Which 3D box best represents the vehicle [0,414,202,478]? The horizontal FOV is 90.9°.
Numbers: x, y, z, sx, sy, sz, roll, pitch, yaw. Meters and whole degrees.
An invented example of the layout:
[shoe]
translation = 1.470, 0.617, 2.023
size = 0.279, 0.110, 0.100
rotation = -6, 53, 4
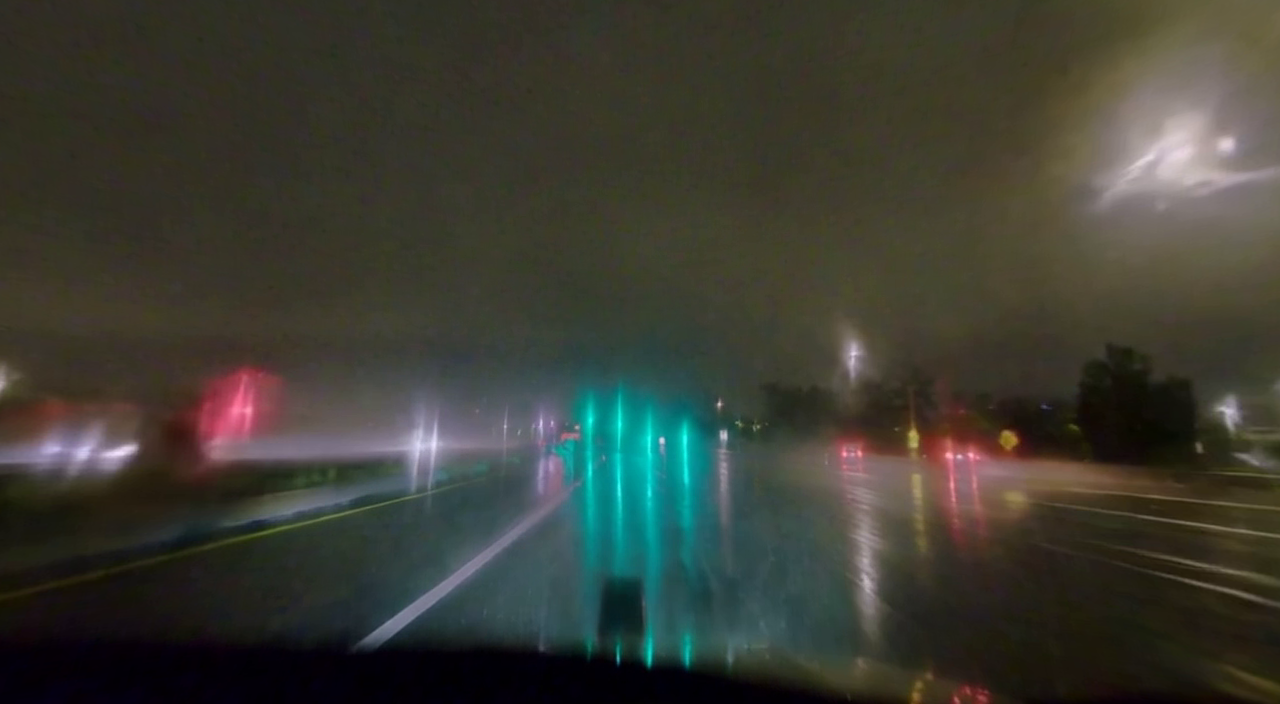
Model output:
[vehicle]
translation = -16.008, 2.853, 19.163
size = 2.065, 1.686, 4.572
rotation = 0, -8, 0
